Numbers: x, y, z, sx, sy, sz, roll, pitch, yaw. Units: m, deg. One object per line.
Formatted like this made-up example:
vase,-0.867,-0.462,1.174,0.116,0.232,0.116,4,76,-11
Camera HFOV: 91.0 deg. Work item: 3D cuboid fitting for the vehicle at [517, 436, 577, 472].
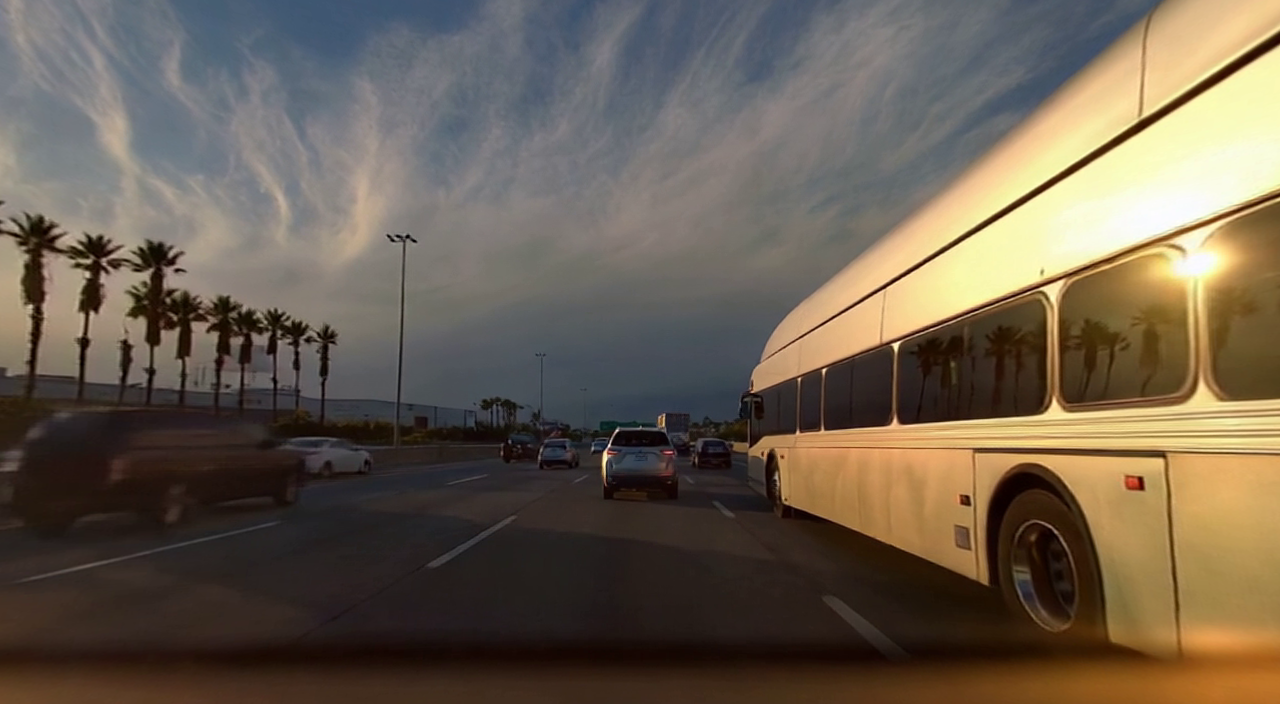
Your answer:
vehicle,-4.305,4.835,29.981,2.040,1.536,4.680,0,-9,1

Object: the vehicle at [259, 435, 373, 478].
vehicle,-12.515,4.072,24.735,1.961,1.493,4.784,0,-9,0

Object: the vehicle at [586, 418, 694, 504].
vehicle,0.035,2.610,15.399,2.268,1.796,4.280,0,-9,1

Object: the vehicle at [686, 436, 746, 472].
vehicle,3.355,4.631,28.721,2.039,1.516,4.521,0,-9,-2

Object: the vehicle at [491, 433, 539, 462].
vehicle,-7.944,6.139,40.526,2.066,1.779,4.706,0,-9,1

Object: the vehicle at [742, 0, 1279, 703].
vehicle,3.950,0.541,7.675,3.020,3.622,14.302,0,-9,0

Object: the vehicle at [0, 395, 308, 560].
vehicle,-7.488,1.743,9.446,2.215,1.795,4.966,0,-9,1
